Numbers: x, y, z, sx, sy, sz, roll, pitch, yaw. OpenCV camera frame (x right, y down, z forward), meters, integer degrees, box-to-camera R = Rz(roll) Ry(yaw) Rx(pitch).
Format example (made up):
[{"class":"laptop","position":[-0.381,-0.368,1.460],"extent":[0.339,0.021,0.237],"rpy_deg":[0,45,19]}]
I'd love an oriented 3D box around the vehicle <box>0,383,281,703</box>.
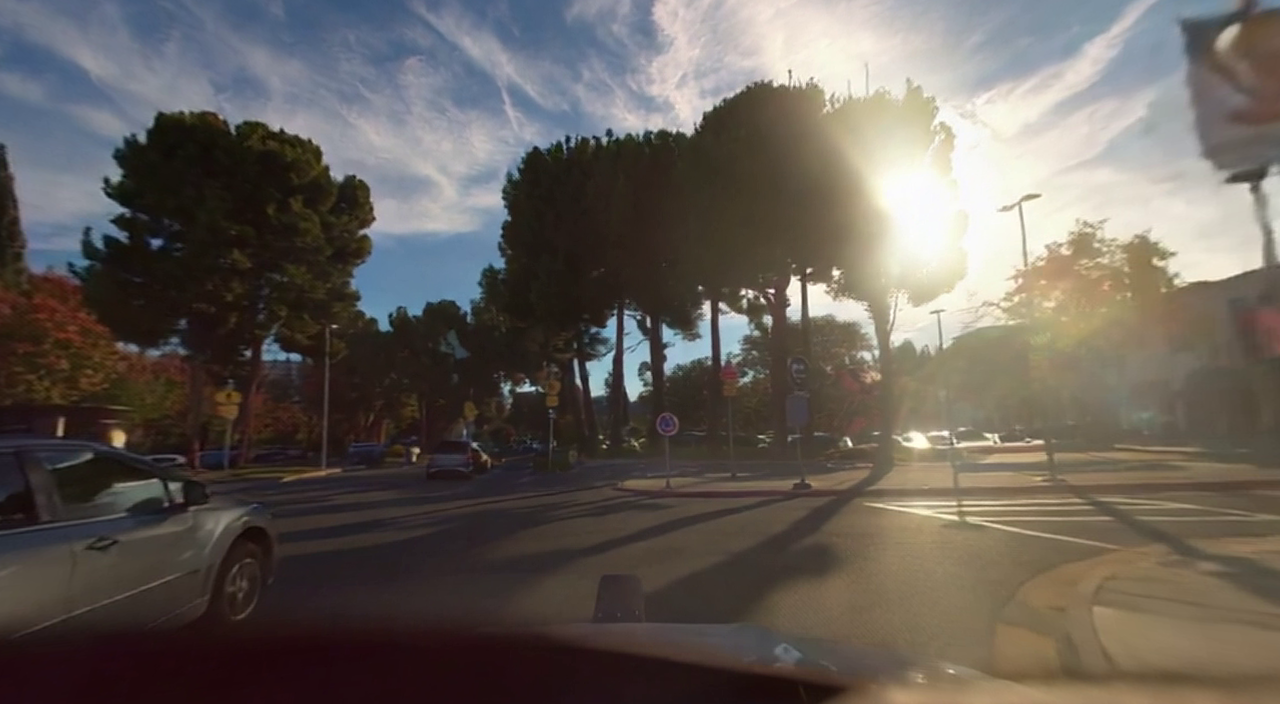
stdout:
[{"class":"vehicle","position":[-3.735,0.923,3.008],"extent":[1.853,1.478,4.381],"rpy_deg":[1,-8,-7]}]

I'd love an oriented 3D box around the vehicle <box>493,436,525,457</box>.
[{"class":"vehicle","position":[-9.827,7.095,47.330],"extent":[1.742,1.504,3.771],"rpy_deg":[0,-8,-2]}]

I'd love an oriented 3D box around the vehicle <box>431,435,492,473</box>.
[{"class":"vehicle","position":[-7.362,4.216,26.321],"extent":[1.962,1.424,4.289],"rpy_deg":[1,-8,-10]}]
